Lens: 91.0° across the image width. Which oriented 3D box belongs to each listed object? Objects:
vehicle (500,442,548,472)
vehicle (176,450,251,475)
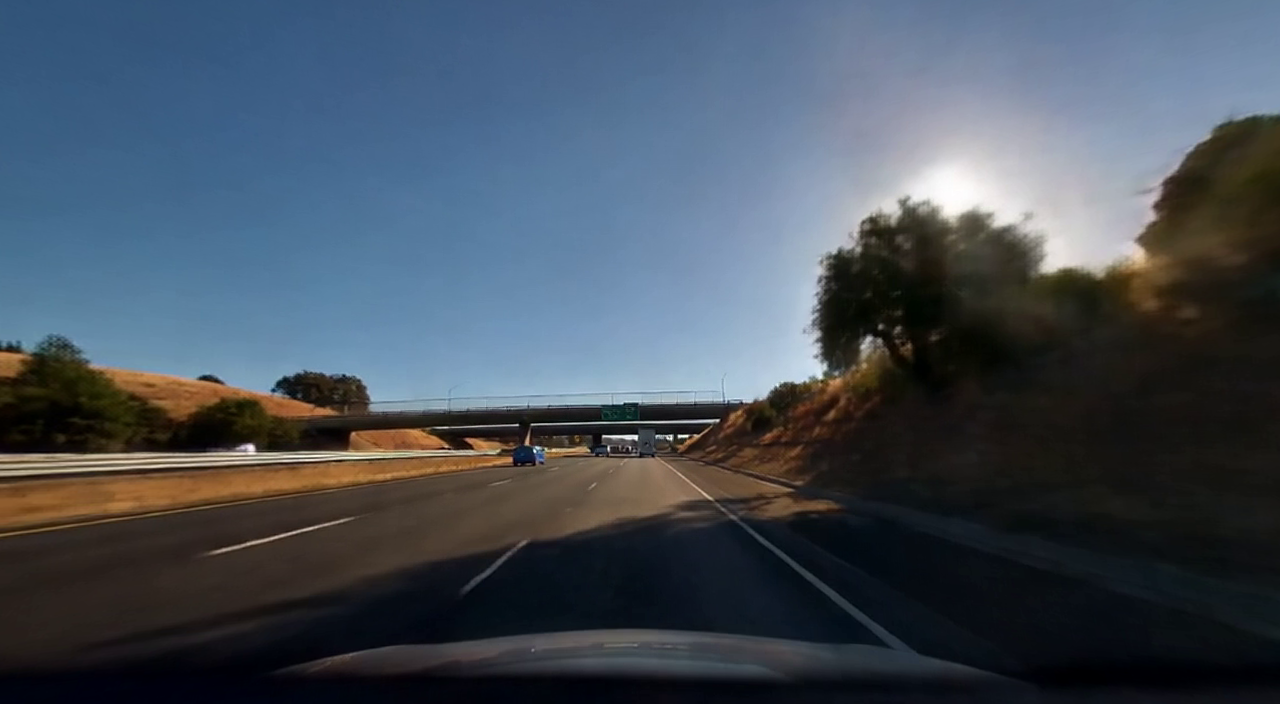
[{"bbox_3d":[-7.121,6.486,39.084,2.070,1.738,4.733,0,-9,0],"label":"vehicle"},{"bbox_3d":[-31.741,8.200,47.097,2.027,1.720,4.965,0,-9,1],"label":"vehicle"}]
